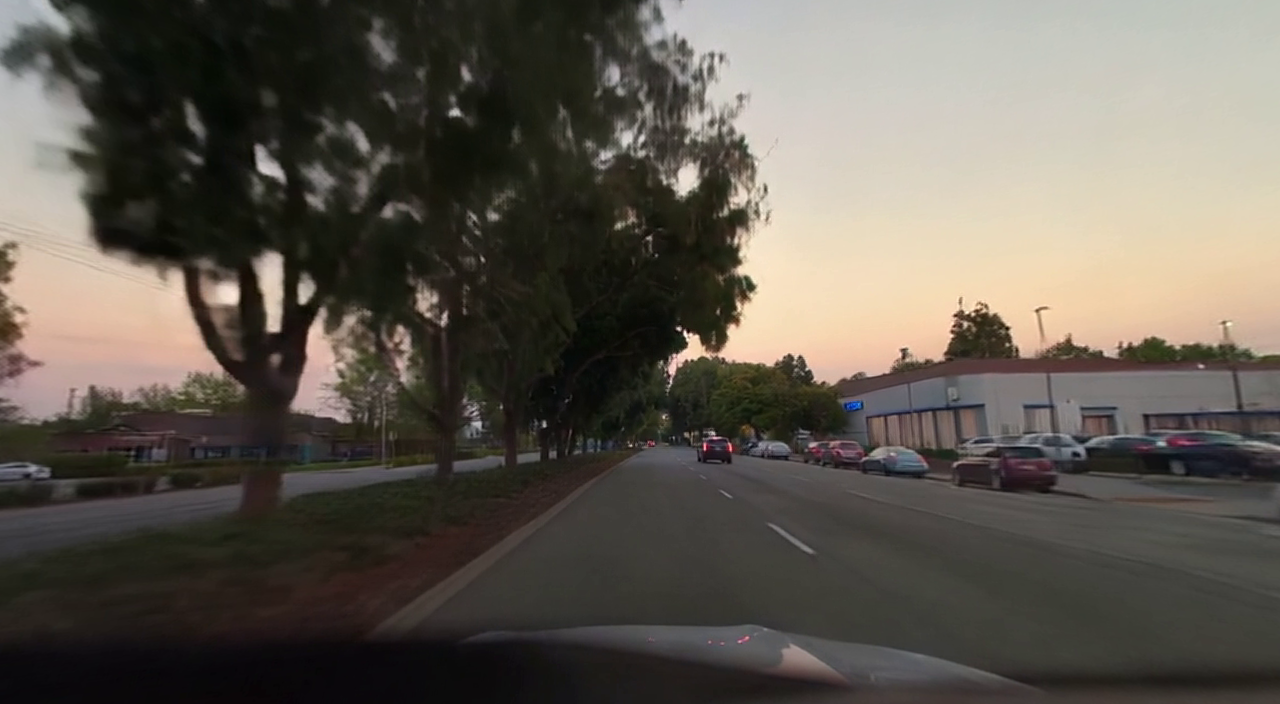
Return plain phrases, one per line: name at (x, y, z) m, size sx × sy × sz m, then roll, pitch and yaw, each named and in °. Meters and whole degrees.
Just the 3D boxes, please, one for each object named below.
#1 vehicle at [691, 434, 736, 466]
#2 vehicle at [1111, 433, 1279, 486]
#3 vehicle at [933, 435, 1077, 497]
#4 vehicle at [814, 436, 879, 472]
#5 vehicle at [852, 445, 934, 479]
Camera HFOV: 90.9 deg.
vehicle at (4.489, 6.053, 39.155) m, size 2.183 × 1.845 × 4.482 m, roll 0°, pitch -9°, yaw 0°
vehicle at (18.329, 3.434, 20.396) m, size 4.562 × 1.485 × 1.889 m, roll -2°, pitch -7°, yaw 1°
vehicle at (10.794, 3.378, 19.094) m, size 1.958 × 1.654 × 4.258 m, roll 0°, pitch -9°, yaw 3°
vehicle at (11.053, 5.487, 34.085) m, size 1.959 × 1.751 × 4.961 m, roll 0°, pitch -9°, yaw 2°
vehicle at (10.946, 4.783, 27.630) m, size 1.824 × 1.364 × 4.238 m, roll 0°, pitch -9°, yaw 0°
